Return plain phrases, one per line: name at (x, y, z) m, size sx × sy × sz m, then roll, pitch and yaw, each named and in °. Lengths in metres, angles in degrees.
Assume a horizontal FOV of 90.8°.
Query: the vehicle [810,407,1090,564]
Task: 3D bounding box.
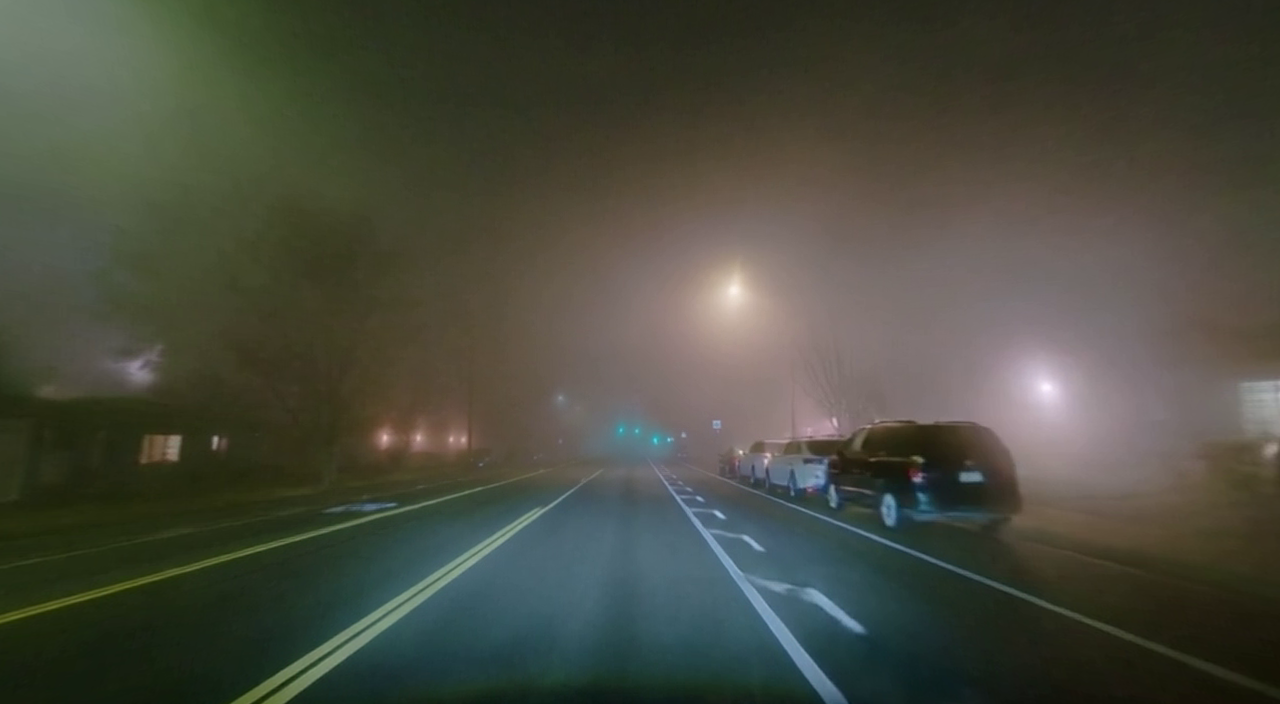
vehicle at (4.470, 1.991, 10.381) m, size 2.074 × 1.838 × 5.402 m, roll 1°, pitch -8°, yaw 3°
